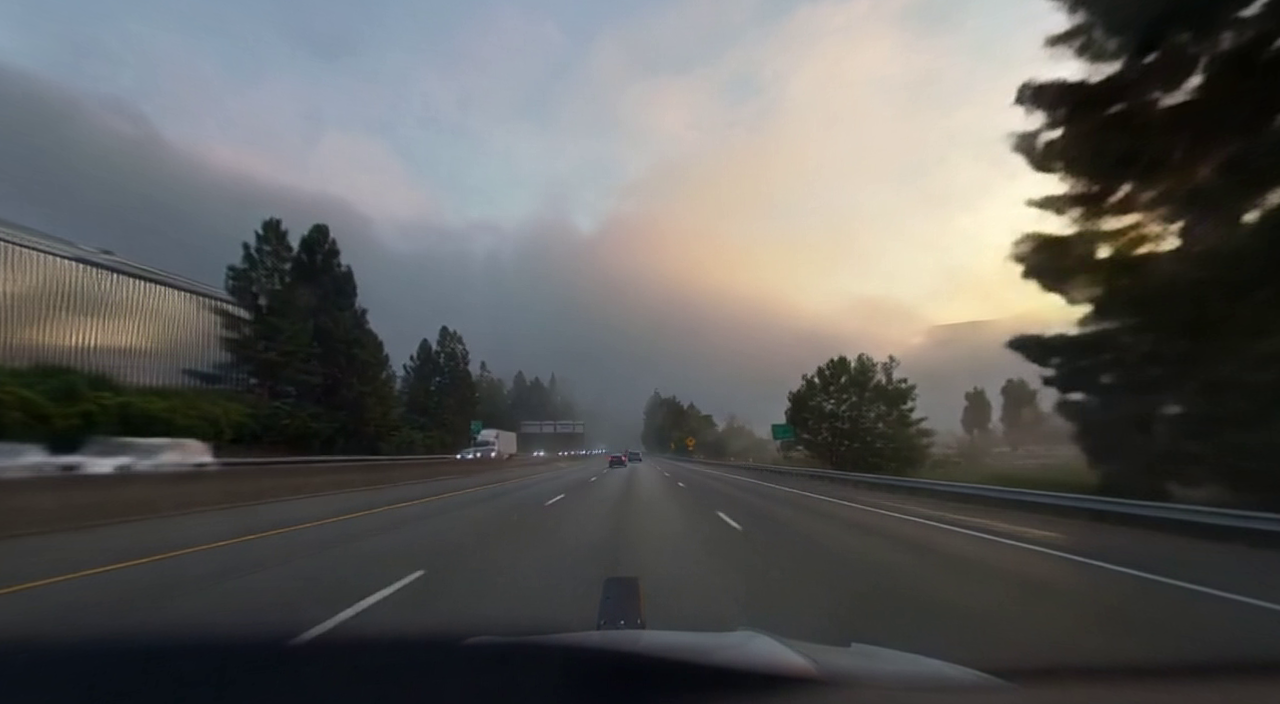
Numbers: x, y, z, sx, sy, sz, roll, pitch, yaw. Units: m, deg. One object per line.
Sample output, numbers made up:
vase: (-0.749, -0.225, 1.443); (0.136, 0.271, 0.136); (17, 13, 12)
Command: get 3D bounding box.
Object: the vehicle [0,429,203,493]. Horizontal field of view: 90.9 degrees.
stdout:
vehicle: (-14.439, 2.936, 17.135); (1.870, 1.489, 4.417); (0, -9, 1)
